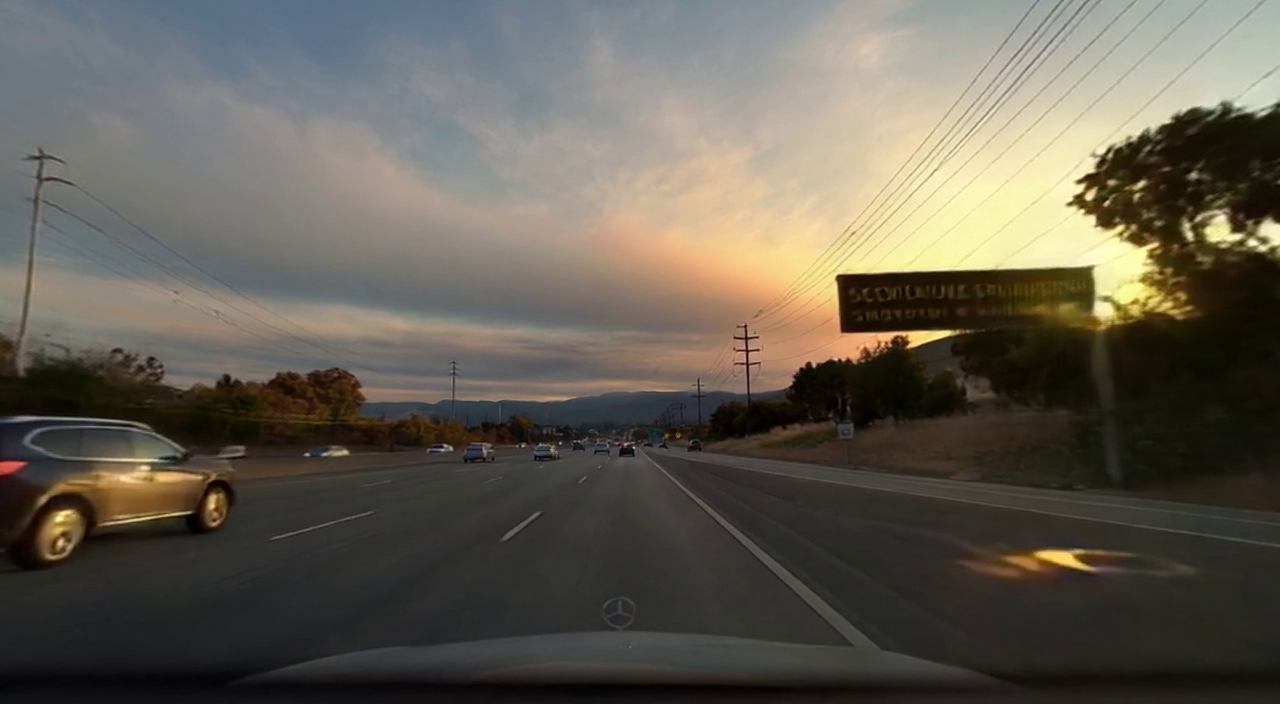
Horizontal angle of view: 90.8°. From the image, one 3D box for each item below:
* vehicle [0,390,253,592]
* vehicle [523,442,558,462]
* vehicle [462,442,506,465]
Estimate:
[{"bbox_3d":[-6.829,1.401,6.660,2.115,1.799,5.444,0,-9,-1],"label":"vehicle"},{"bbox_3d":[-7.526,7.628,48.211,1.954,1.432,4.183,0,-9,0],"label":"vehicle"},{"bbox_3d":[-10.680,6.954,43.547,1.887,1.473,4.352,0,-9,0],"label":"vehicle"}]
